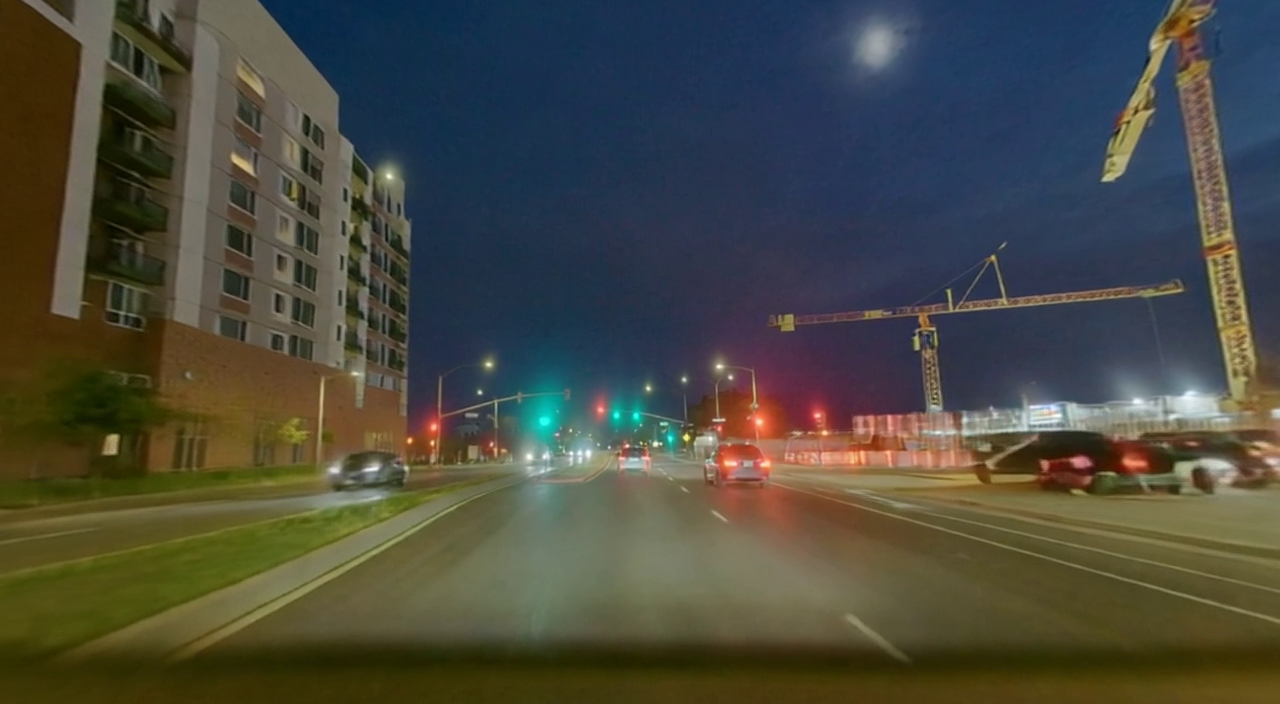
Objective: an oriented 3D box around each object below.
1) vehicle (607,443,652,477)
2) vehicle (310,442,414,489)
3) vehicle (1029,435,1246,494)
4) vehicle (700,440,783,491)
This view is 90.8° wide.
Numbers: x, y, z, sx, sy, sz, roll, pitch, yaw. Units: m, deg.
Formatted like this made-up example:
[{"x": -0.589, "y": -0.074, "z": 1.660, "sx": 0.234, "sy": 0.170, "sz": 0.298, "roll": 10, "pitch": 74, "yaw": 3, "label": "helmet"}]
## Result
[{"x": -0.494, "y": 5.068, "z": 29.783, "sx": 2.006, "sy": 1.487, "sz": 3.535, "roll": 0, "pitch": -9, "yaw": -1, "label": "vehicle"}, {"x": -10.759, "y": 4.412, "z": 24.874, "sx": 1.973, "sy": 1.646, "sz": 4.427, "roll": -1, "pitch": -9, "yaw": 2, "label": "vehicle"}, {"x": 13.423, "y": 3.056, "z": 17.276, "sx": 4.256, "sy": 1.469, "sz": 1.869, "roll": -1, "pitch": -9, "yaw": 2, "label": "vehicle"}, {"x": 3.202, "y": 3.663, "z": 20.705, "sx": 1.910, "sy": 1.474, "sz": 4.003, "roll": 0, "pitch": -9, "yaw": -2, "label": "vehicle"}]
